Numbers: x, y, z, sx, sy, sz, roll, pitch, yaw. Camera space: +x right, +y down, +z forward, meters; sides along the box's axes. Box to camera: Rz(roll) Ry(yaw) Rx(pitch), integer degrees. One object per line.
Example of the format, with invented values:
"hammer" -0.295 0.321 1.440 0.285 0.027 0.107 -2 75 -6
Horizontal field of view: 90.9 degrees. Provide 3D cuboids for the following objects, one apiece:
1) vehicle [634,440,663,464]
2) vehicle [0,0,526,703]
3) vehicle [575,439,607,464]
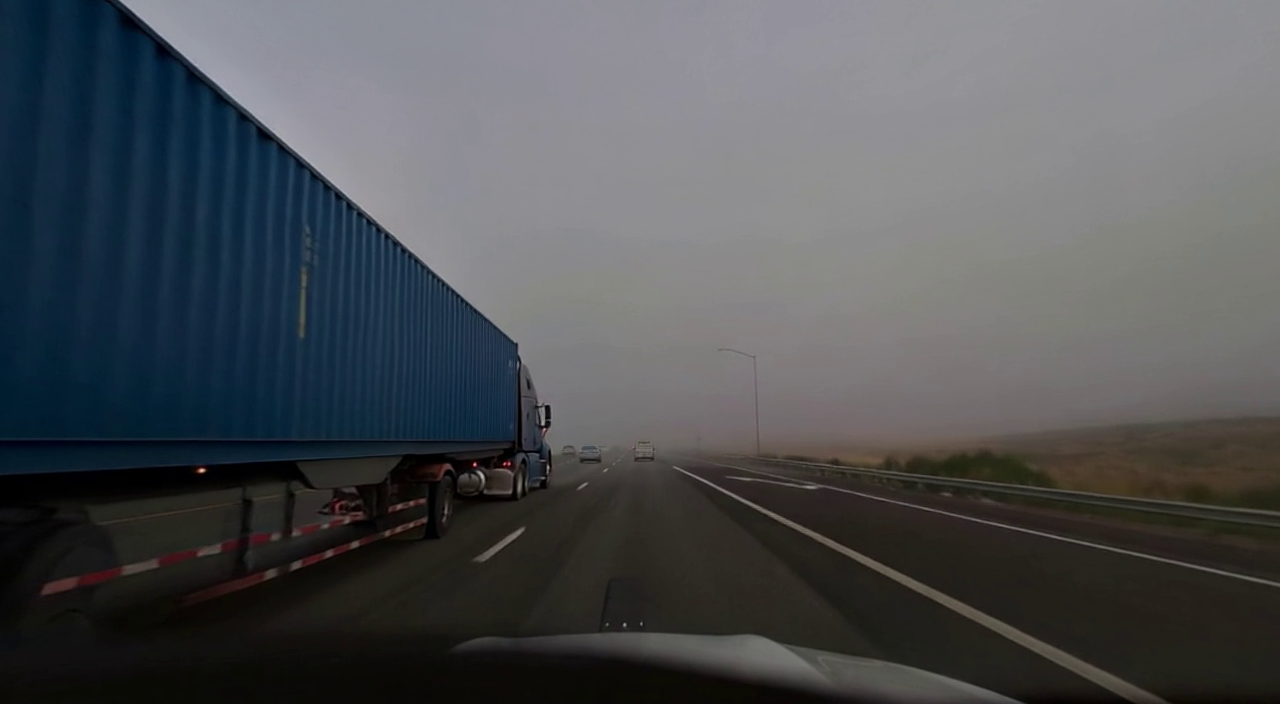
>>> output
"vehicle" 0.603 7.502 47.494 2.136 1.718 4.157 0 -8 0
"vehicle" -3.942 0.242 6.282 2.840 4.032 13.388 -1 -8 1
"vehicle" -3.677 7.552 47.926 1.995 1.745 4.187 0 -8 1
